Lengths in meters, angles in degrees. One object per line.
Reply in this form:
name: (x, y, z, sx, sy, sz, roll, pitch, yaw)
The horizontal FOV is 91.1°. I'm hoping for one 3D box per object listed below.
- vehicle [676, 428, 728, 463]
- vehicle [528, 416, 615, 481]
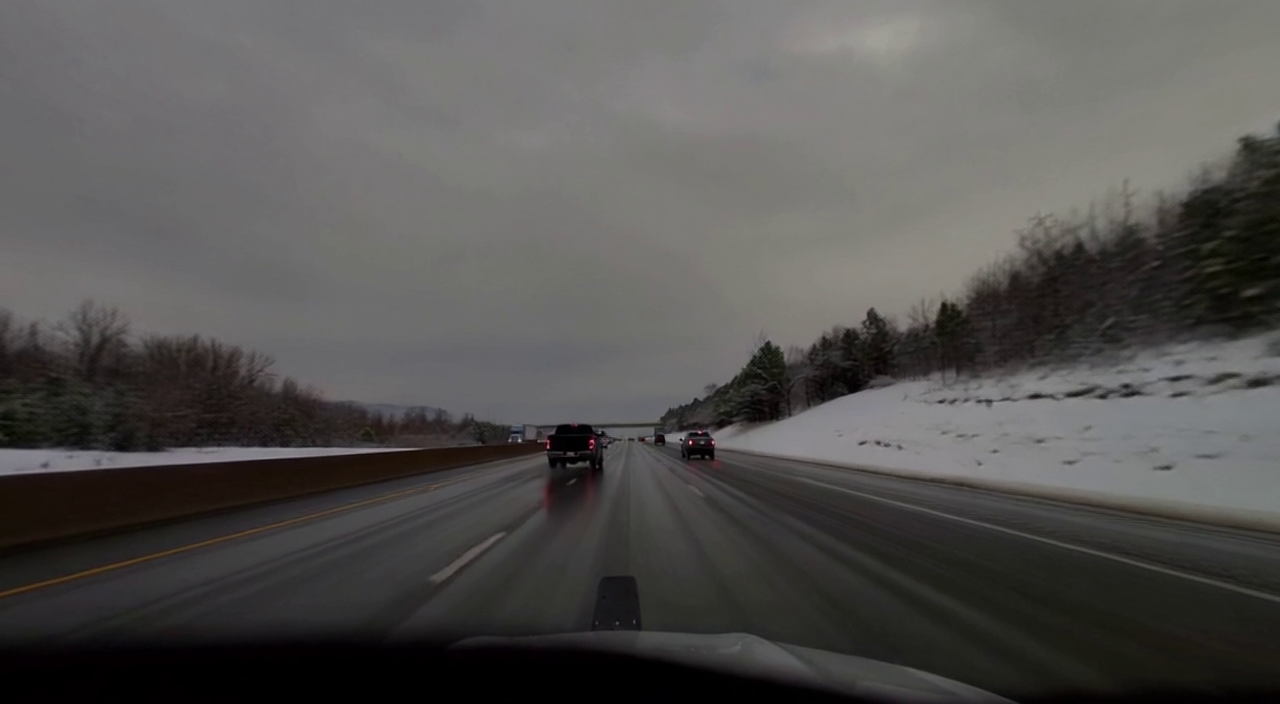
vehicle: (3.134, 4.838, 32.828, 2.124, 1.696, 4.173, 0, -8, -3)
vehicle: (-1.970, 2.963, 19.642, 2.185, 1.772, 4.656, 0, -8, 0)
